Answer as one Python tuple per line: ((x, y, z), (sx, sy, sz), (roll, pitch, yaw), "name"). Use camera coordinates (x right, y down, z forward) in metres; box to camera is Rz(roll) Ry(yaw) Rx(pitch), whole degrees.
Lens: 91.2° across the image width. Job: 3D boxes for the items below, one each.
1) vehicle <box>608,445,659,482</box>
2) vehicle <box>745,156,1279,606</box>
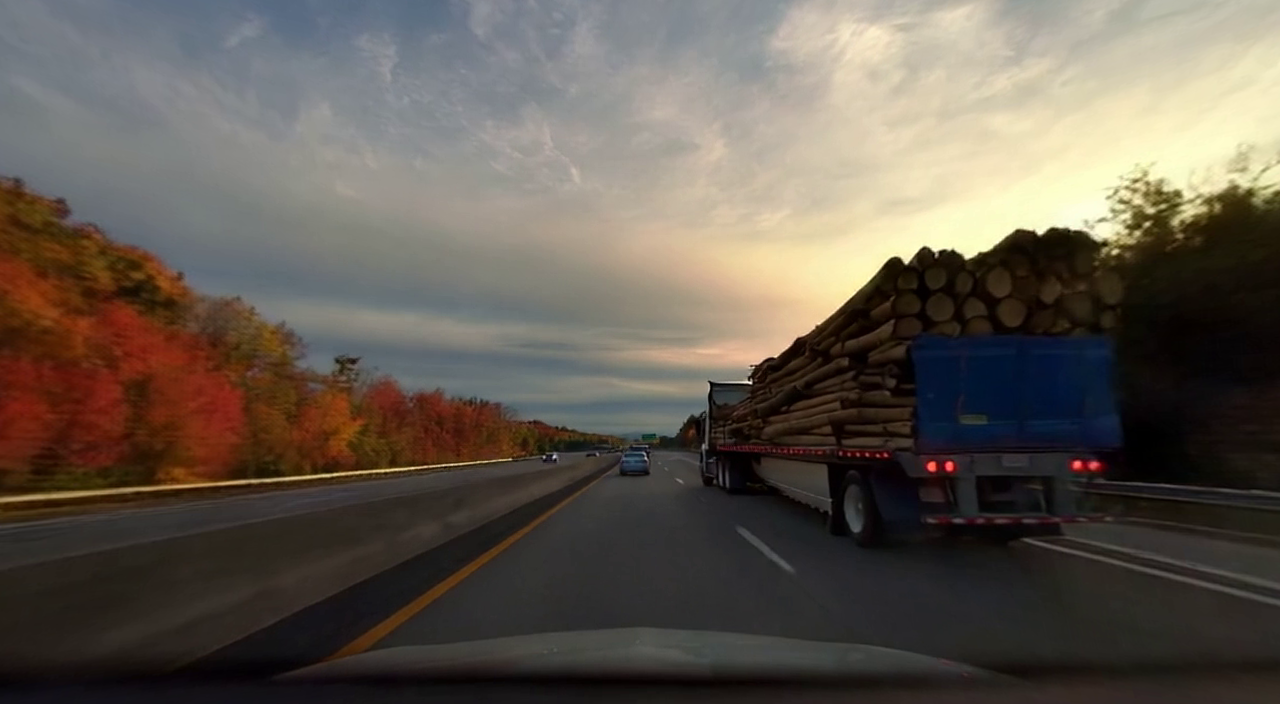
((-0.290, 4.942, 28.069), (2.099, 1.506, 4.097), (0, -9, 0), "vehicle")
((3.914, 0.782, 9.594), (3.004, 3.923, 8.363), (0, -9, -1), "vehicle")
